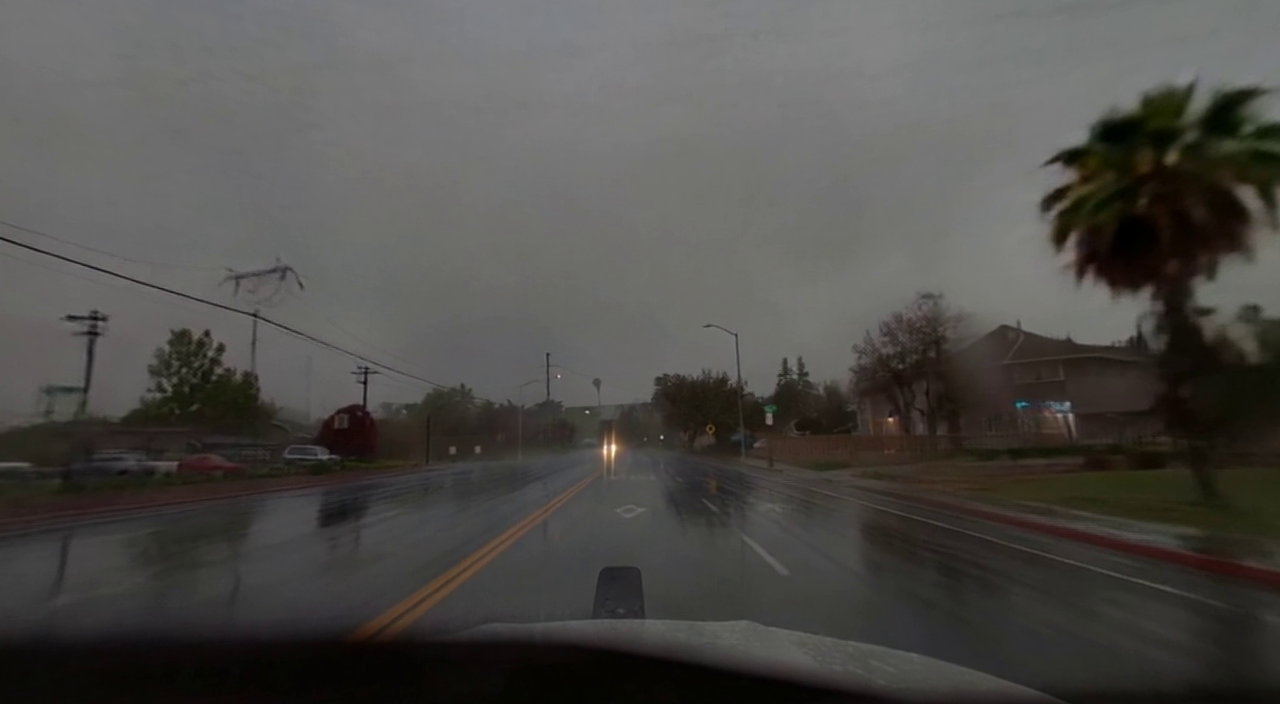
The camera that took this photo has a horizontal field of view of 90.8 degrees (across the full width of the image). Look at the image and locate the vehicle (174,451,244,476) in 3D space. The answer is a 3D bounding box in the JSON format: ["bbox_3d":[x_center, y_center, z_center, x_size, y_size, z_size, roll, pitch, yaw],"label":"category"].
[{"bbox_3d":[-27.805,7.189,40.727,4.634,1.513,1.841,-6,-11,31],"label":"vehicle"}]

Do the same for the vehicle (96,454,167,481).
[{"bbox_3d":[-32.683,7.408,40.574,4.072,1.545,1.920,-4,-9,27],"label":"vehicle"}]

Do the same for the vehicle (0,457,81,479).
[{"bbox_3d":[-41.844,8.037,43.807,4.182,1.485,1.843,0,-9,-3],"label":"vehicle"}]
